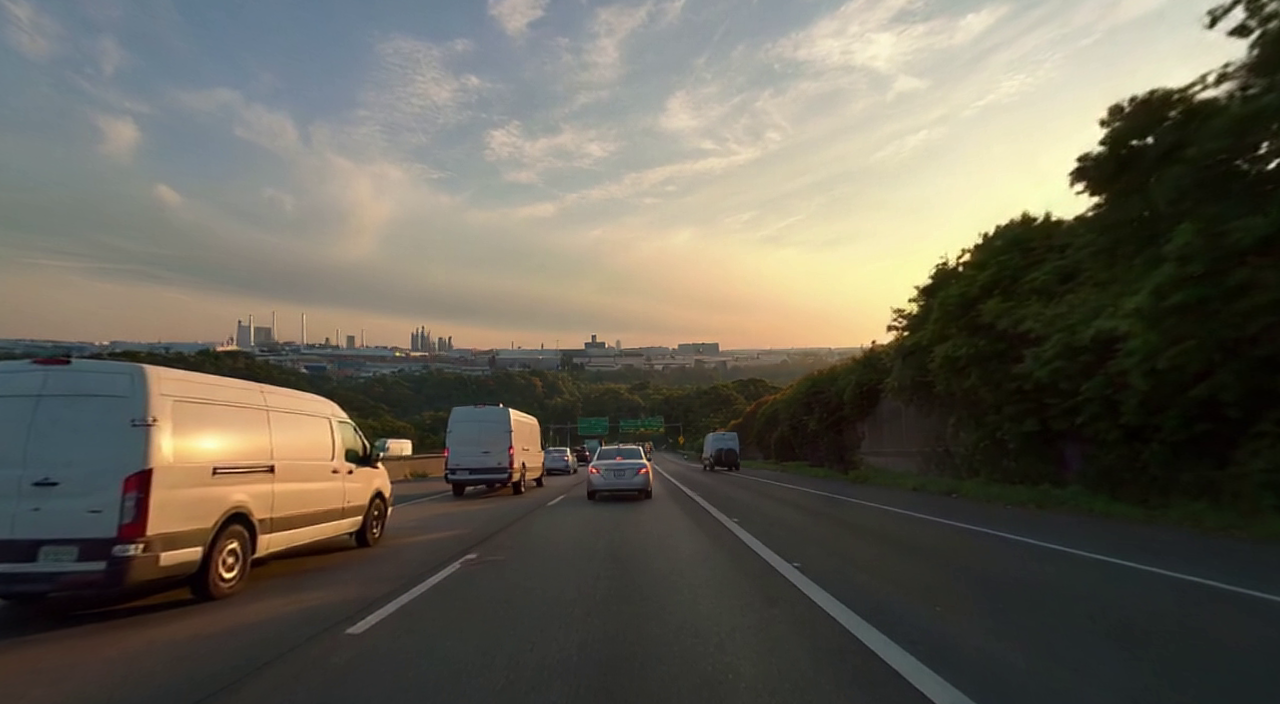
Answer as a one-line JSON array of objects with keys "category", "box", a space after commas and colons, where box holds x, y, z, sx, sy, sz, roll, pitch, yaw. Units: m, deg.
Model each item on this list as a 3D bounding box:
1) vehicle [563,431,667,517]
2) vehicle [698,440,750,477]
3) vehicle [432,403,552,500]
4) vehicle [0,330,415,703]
[{"category": "vehicle", "box": [-0.503, 2.759, 14.642, 2.093, 1.695, 3.782, 0, -9, 0]}, {"category": "vehicle", "box": [4.232, 5.461, 32.527, 2.003, 1.754, 4.134, 0, -9, -1]}, {"category": "vehicle", "box": [-4.534, 3.252, 20.756, 2.248, 2.626, 6.837, 0, -9, 0]}, {"category": "vehicle", "box": [-4.050, 1.194, 5.626, 2.253, 1.892, 4.823, 0, -9, 0]}]
